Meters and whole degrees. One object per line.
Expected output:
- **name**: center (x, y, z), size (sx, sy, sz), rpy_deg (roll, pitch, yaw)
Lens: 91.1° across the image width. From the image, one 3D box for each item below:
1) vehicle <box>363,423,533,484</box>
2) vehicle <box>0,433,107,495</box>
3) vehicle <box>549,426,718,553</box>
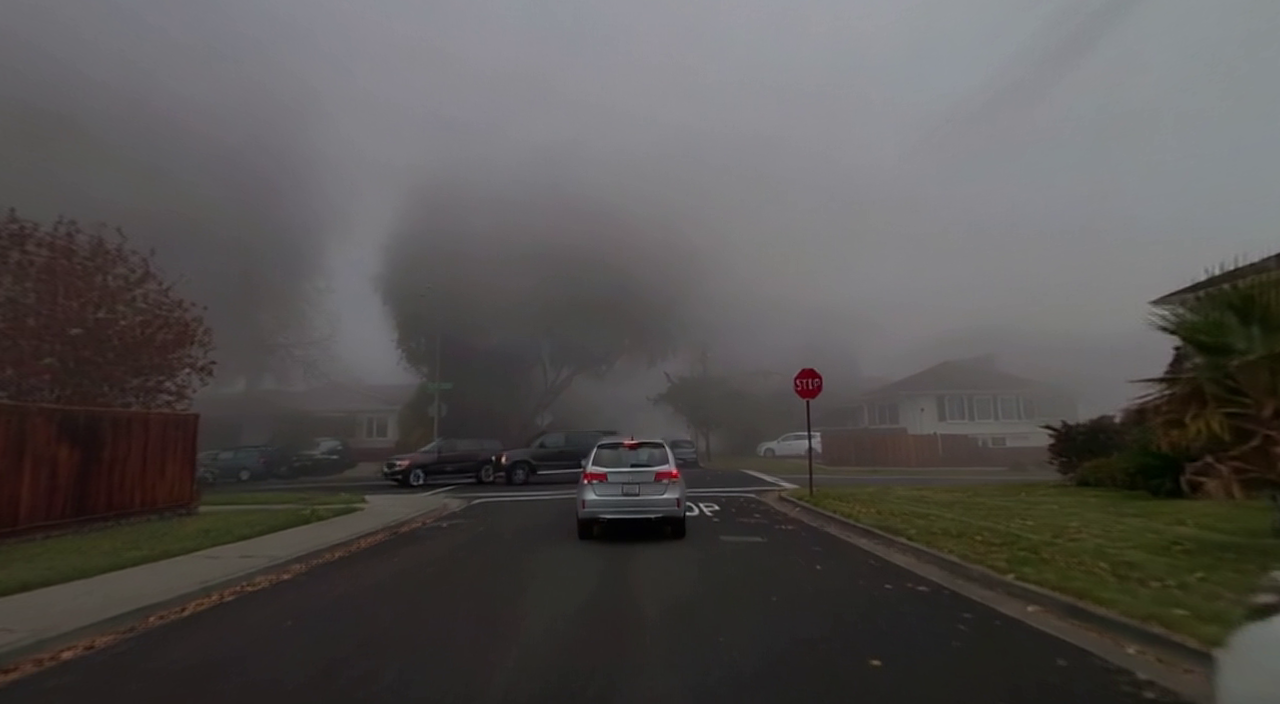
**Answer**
- **vehicle**: center (-7.349, 3.850, 23.931), size (6.308, 2.057, 2.353), rpy_deg (-5, -10, 28)
- **vehicle**: center (-20.810, 3.727, 20.680), size (4.603, 1.858, 2.191), rpy_deg (-3, -8, 2)
- **vehicle**: center (-0.084, 1.959, 9.627), size (2.010, 1.499, 4.107), rpy_deg (0, -9, 0)
